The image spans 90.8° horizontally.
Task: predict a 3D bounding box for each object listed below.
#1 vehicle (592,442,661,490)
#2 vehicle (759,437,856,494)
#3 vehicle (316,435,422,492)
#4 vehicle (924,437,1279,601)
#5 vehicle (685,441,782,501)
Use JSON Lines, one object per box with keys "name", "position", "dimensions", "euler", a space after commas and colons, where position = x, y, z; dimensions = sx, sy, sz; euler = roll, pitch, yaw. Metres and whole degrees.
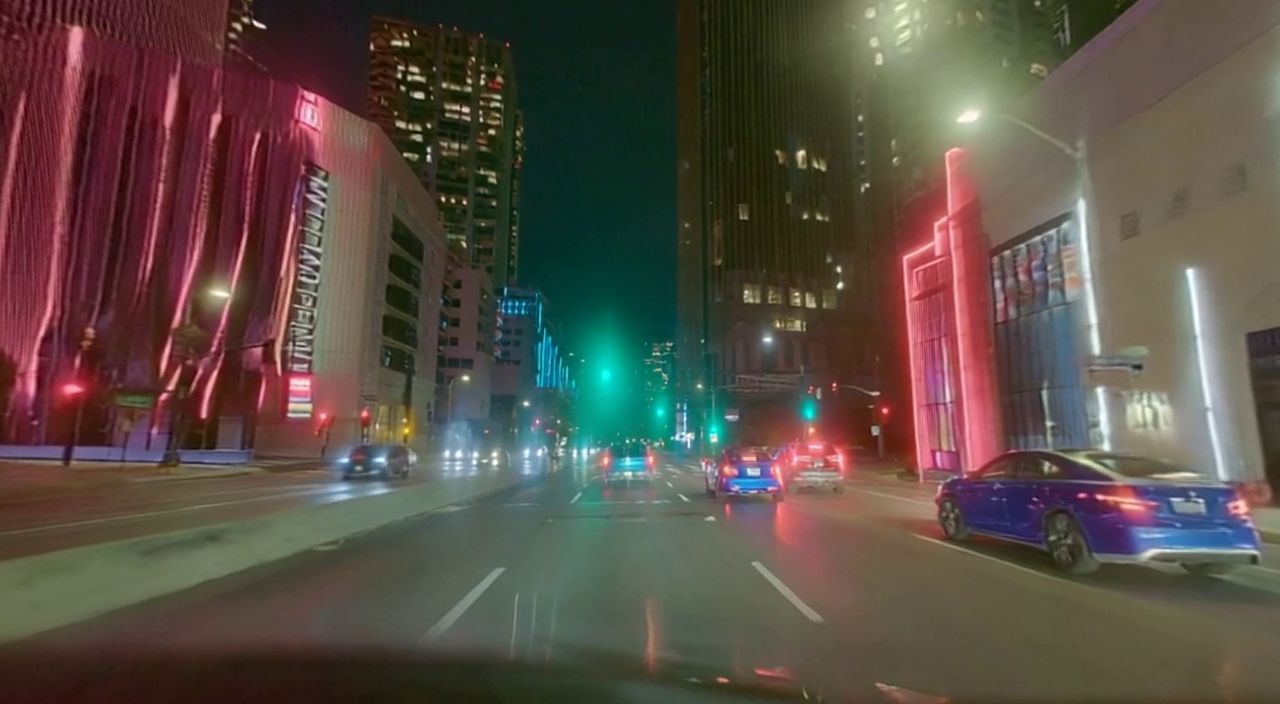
{"name": "vehicle", "position": [-0.440, 3.788, 21.337], "dimensions": [2.096, 1.457, 4.160], "euler": [0, -9, -1]}
{"name": "vehicle", "position": [5.677, 3.897, 22.036], "dimensions": [2.015, 1.745, 4.444], "euler": [0, -9, -2]}
{"name": "vehicle", "position": [-9.495, 3.925, 22.575], "dimensions": [1.827, 1.787, 4.474], "euler": [0, -9, -1]}
{"name": "vehicle", "position": [5.793, 1.899, 8.211], "dimensions": [1.914, 1.484, 4.639], "euler": [0, -9, -2]}
{"name": "vehicle", "position": [2.521, 3.351, 18.190], "dimensions": [1.987, 1.484, 4.427], "euler": [0, -9, -2]}
